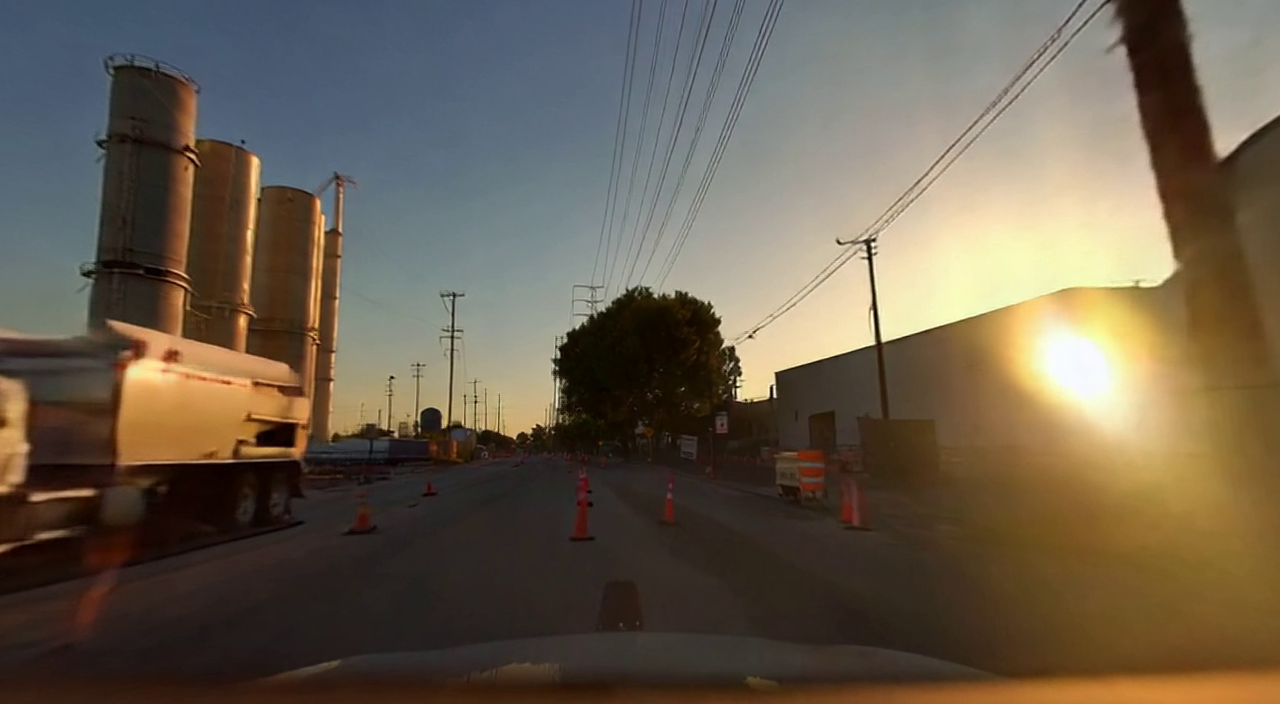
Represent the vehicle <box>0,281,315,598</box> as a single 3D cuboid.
[{"bbox_3d":[-8.144,1.370,9.167,2.991,3.173,7.929,-1,-9,-3],"label":"vehicle"}]
